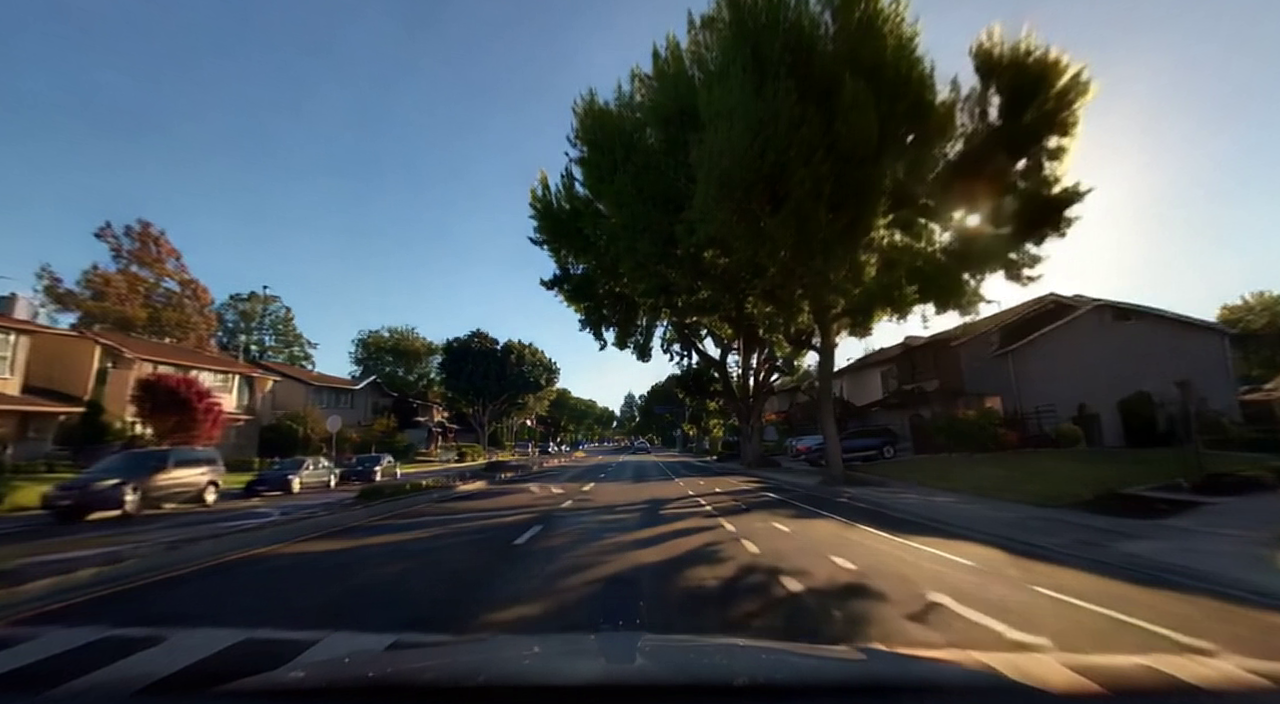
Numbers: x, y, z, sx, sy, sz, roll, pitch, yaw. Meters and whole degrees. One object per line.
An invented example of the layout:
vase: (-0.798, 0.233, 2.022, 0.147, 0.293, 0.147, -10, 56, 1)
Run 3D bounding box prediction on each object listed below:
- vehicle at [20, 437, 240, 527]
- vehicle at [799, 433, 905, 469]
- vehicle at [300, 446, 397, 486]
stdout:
vehicle: (-12.096, 3.092, 15.408, 1.932, 1.673, 4.314, -5, -9, -2)
vehicle: (11.272, 5.288, 33.739, 4.880, 1.842, 2.069, 0, -9, -1)
vehicle: (-12.167, 4.808, 26.646, 1.888, 1.477, 4.629, -1, -10, 0)
